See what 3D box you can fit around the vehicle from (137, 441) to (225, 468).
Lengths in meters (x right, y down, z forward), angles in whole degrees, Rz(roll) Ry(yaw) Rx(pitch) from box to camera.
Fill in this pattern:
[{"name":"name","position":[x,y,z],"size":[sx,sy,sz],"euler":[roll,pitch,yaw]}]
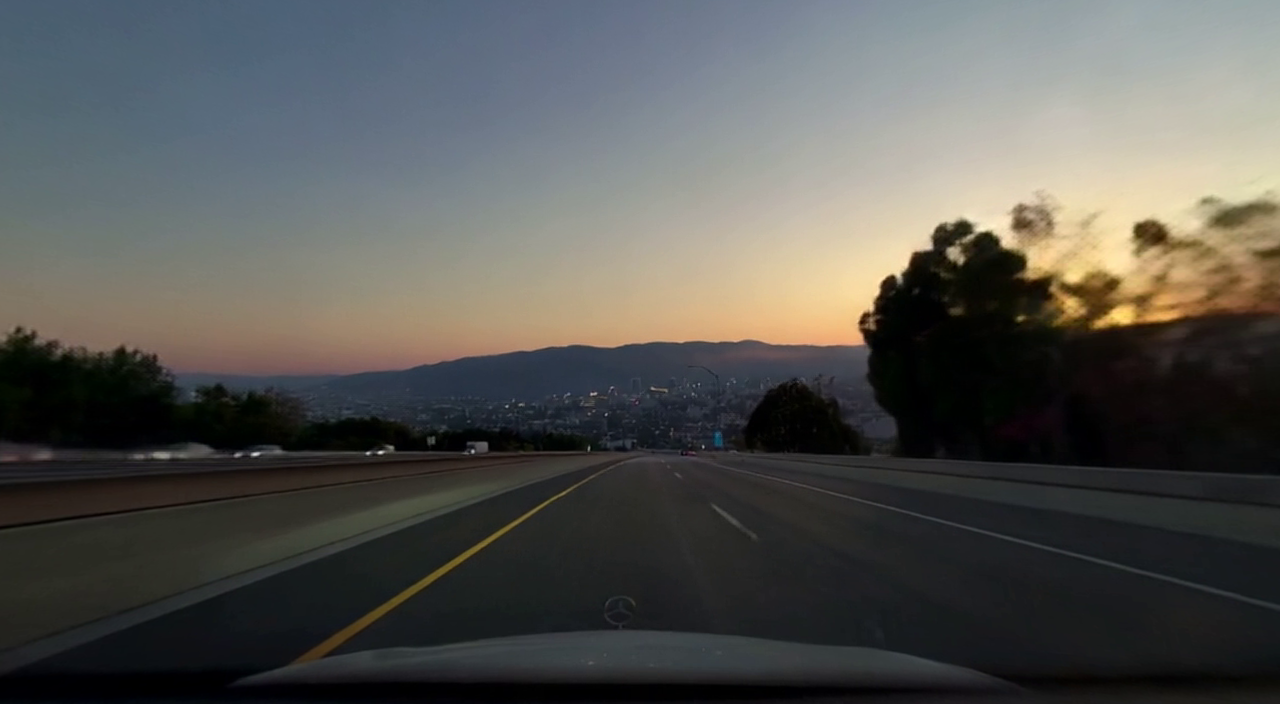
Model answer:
[{"name":"vehicle","position":[-26.828,6.006,37.009],"size":[1.925,1.473,4.762],"euler":[1,-8,-5]}]
